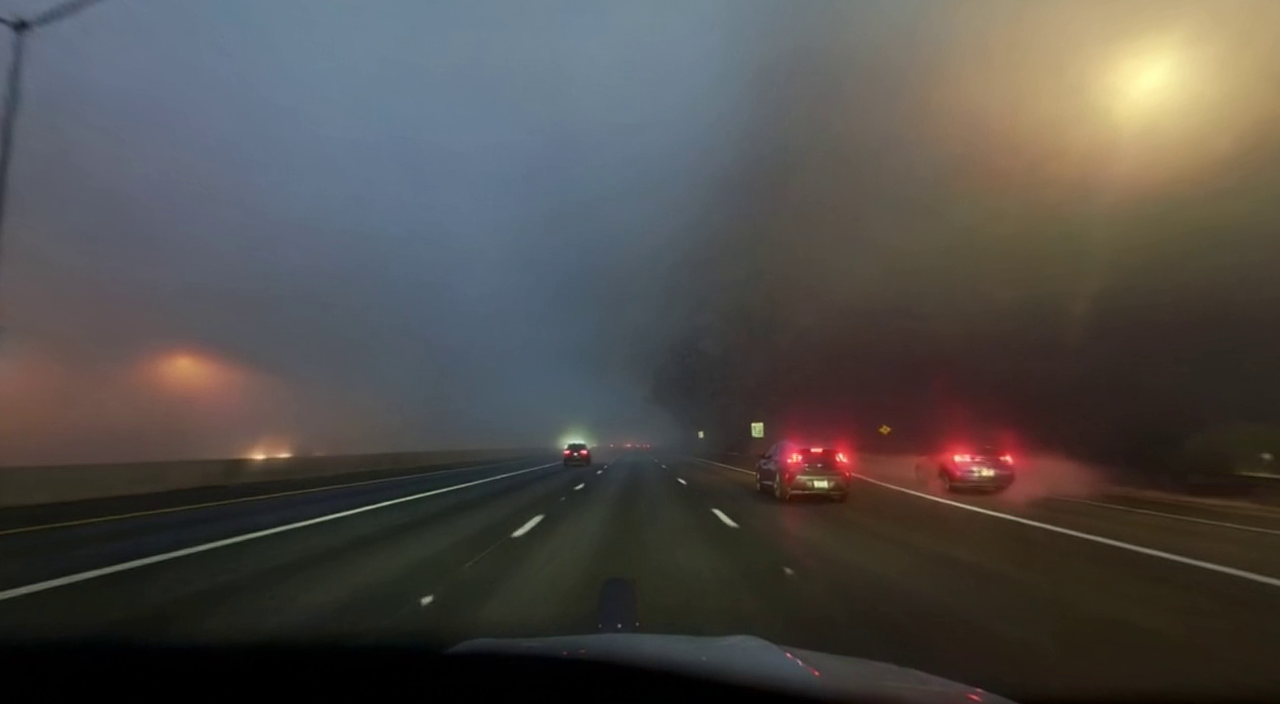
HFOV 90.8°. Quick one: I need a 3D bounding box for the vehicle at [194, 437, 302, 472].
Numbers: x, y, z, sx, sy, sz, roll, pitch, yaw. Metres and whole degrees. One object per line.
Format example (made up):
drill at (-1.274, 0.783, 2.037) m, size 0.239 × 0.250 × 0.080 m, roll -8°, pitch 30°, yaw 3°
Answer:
vehicle at (-21.215, 5.582, 34.593) m, size 2.128 × 1.757 × 5.776 m, roll 0°, pitch -8°, yaw 1°
